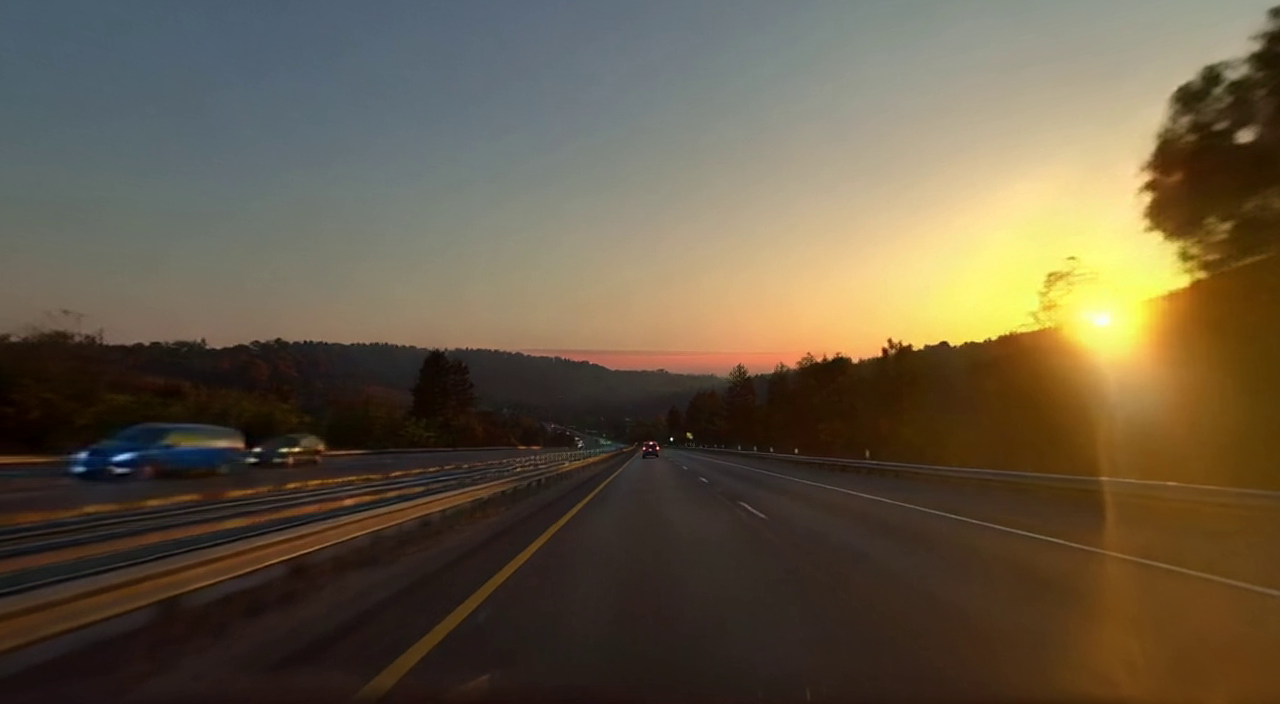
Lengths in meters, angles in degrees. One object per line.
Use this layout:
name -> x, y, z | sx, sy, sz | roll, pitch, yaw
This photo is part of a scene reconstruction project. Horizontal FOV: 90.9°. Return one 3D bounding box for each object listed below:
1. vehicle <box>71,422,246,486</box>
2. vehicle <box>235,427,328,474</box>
vehicle -> -27.617, 5.904, 37.007 | 2.887, 3.239, 9.240 | 0, -8, 0
vehicle -> -27.483, 7.591, 48.809 | 2.698, 3.293, 7.299 | -1, -8, 1
